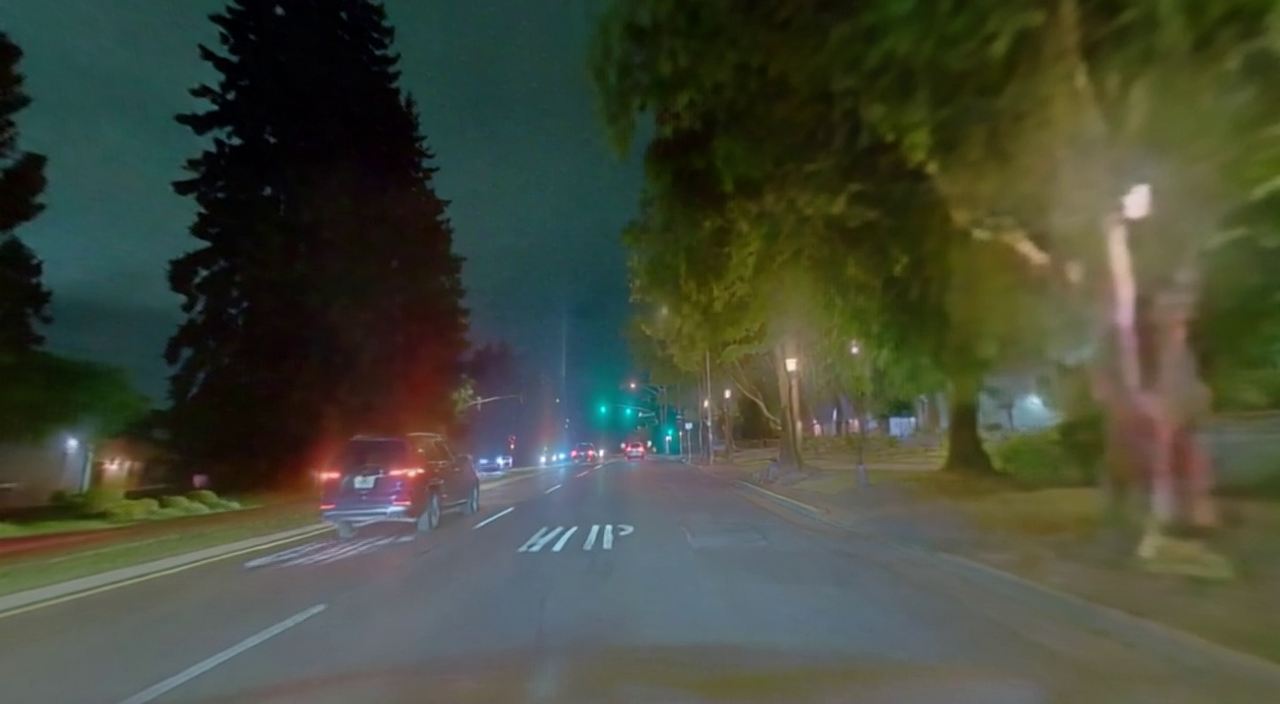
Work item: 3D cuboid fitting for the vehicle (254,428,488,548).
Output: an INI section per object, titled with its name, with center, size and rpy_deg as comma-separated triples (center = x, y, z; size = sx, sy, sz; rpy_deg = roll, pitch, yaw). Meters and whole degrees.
[vehicle]
center = -4.435, 2.308, 11.470
size = 2.169, 1.706, 4.638
rpy_deg = 0, -9, 0
